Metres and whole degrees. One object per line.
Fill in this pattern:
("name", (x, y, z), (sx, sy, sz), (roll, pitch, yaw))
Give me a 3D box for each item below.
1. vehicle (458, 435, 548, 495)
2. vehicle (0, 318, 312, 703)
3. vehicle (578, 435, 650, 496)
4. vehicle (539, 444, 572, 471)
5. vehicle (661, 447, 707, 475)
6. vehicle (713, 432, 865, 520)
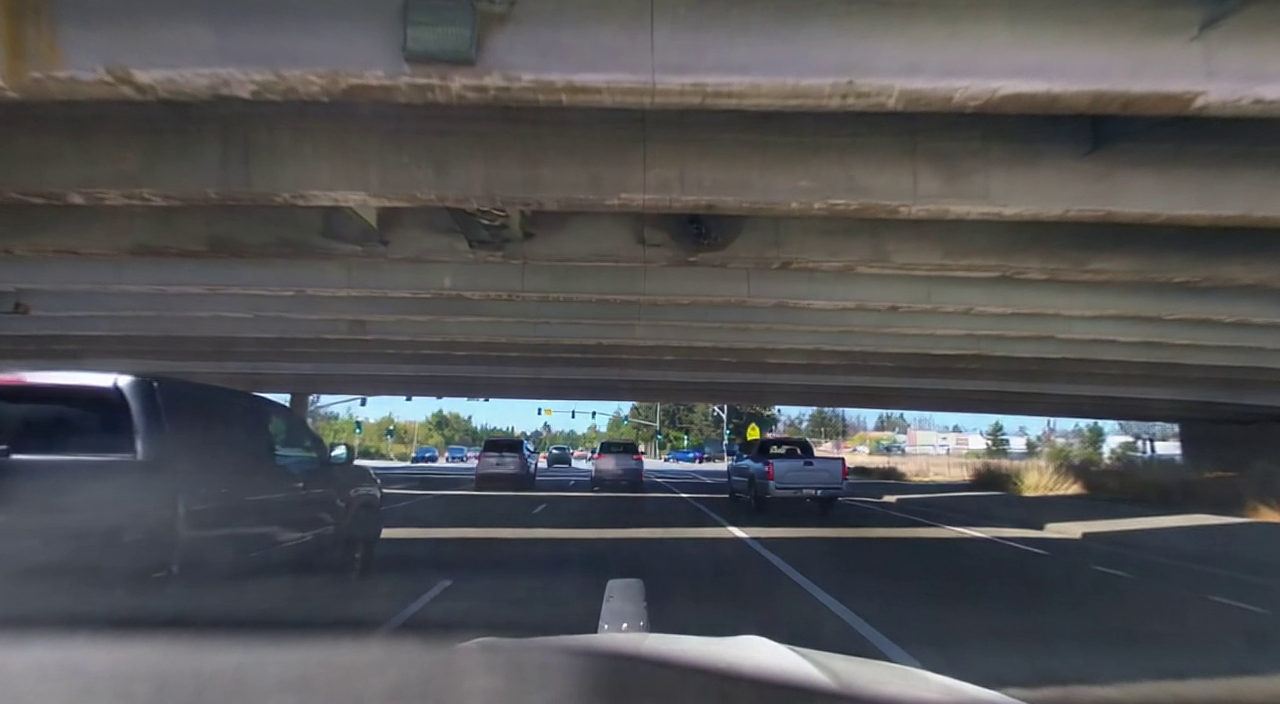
("vehicle", (-4.255, 3.578, 20.313), (2.127, 1.720, 4.064), (0, -8, -2))
("vehicle", (-3.677, 0.789, 2.704), (2.074, 1.814, 4.596), (0, -8, -1))
("vehicle", (-0.818, 3.557, 20.120), (2.097, 1.748, 3.794), (0, -8, -2))
("vehicle", (-5.325, 6.691, 40.085), (1.829, 1.614, 3.611), (1, -8, -4))
("vehicle", (2.444, 6.193, 36.099), (2.026, 1.457, 3.969), (1, -8, -5))
("vehicle", (3.292, 2.871, 15.300), (2.234, 1.720, 5.378), (0, -8, -2))
